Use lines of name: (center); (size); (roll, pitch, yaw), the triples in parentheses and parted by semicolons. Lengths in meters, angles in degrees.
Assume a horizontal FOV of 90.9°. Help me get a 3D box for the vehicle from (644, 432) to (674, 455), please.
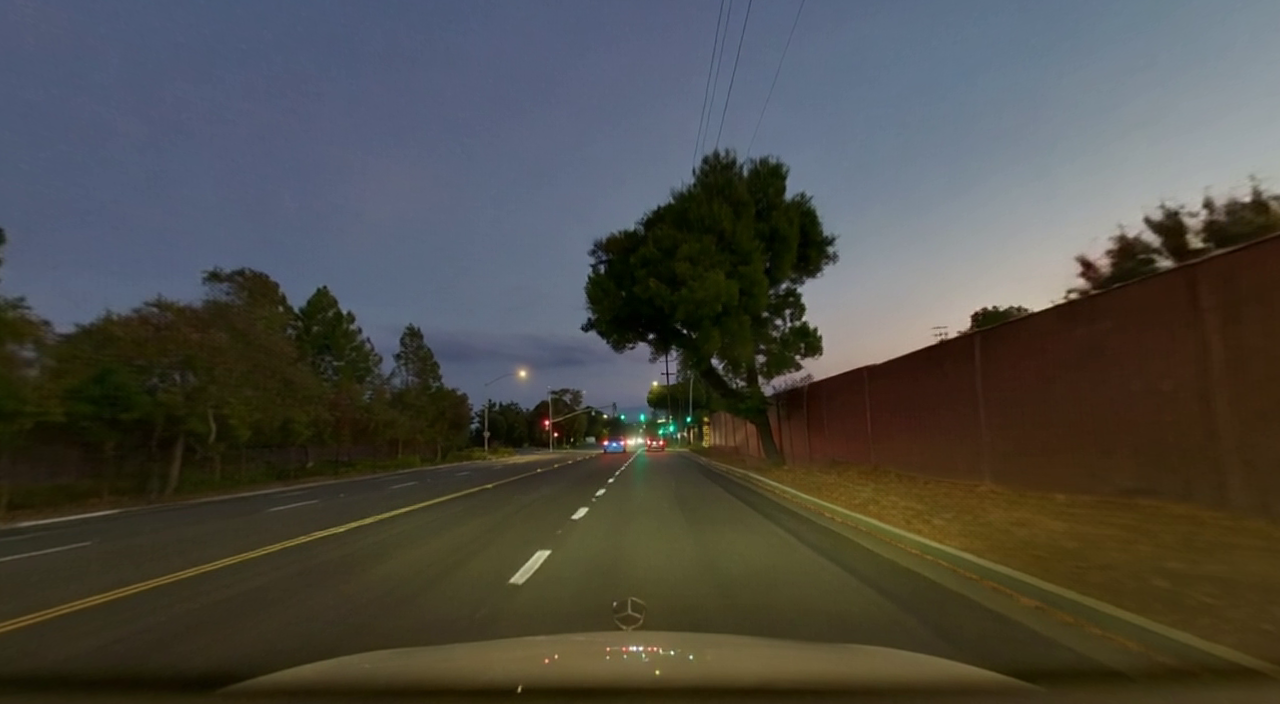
vehicle: (1.386, 6.940, 47.698); (2.127, 1.665, 3.993); (0, -8, 0)
